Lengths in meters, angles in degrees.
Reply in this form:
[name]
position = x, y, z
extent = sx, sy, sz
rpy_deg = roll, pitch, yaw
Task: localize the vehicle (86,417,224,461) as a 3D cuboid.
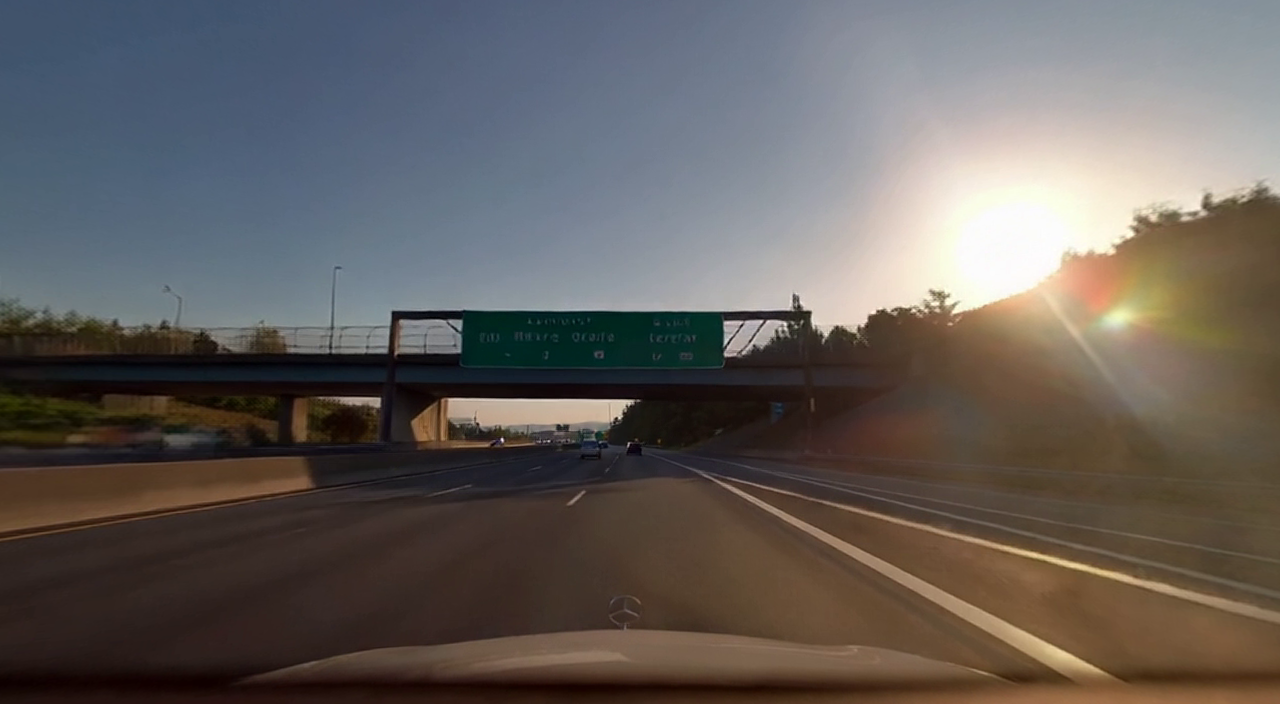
[vehicle]
position = -18.366, 3.352, 24.147
extent = 1.856, 1.538, 4.326
rpy_deg = 0, -8, 0
